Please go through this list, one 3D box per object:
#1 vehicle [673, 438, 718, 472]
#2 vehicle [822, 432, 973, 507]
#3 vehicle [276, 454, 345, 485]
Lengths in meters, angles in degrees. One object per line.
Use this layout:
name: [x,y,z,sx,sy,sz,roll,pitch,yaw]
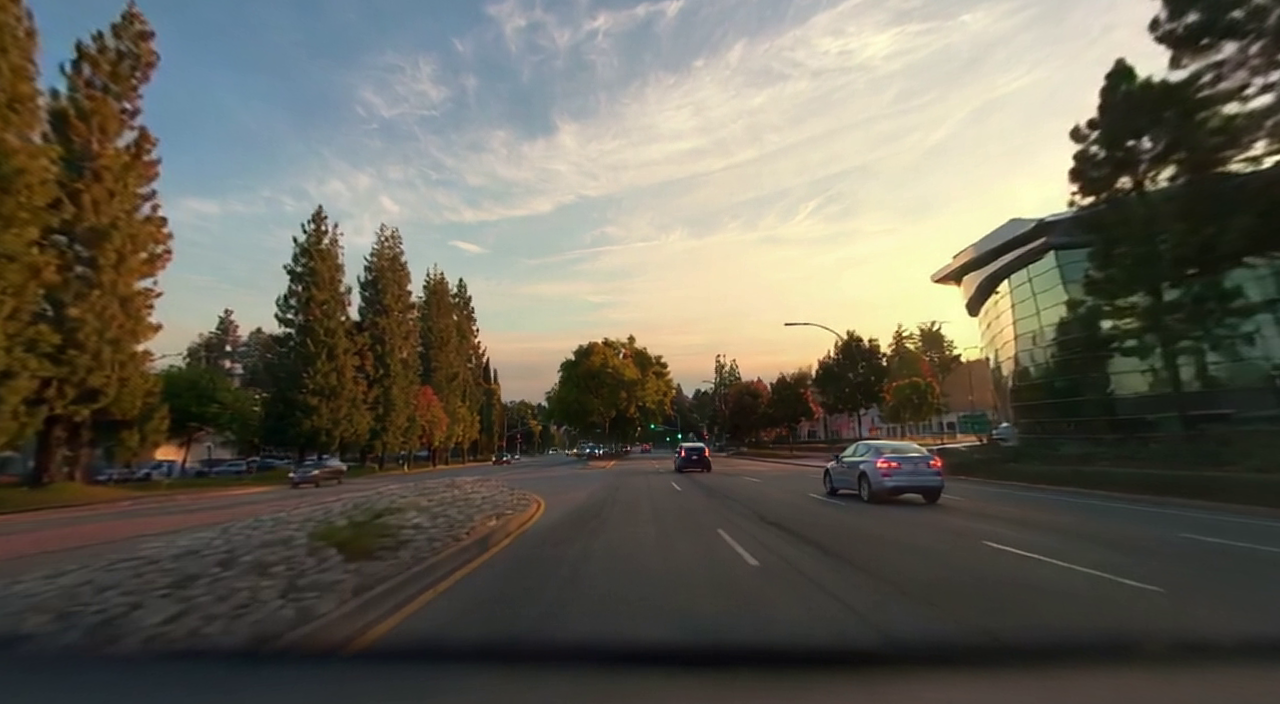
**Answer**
vehicle: [3.143,5.933,36.561,2.095,1.759,4.862,0,-9,-1]
vehicle: [6.274,2.897,16.024,2.000,1.618,4.238,0,-9,0]
vehicle: [-21.726,7.745,41.885,2.050,1.890,4.582,0,-9,1]
